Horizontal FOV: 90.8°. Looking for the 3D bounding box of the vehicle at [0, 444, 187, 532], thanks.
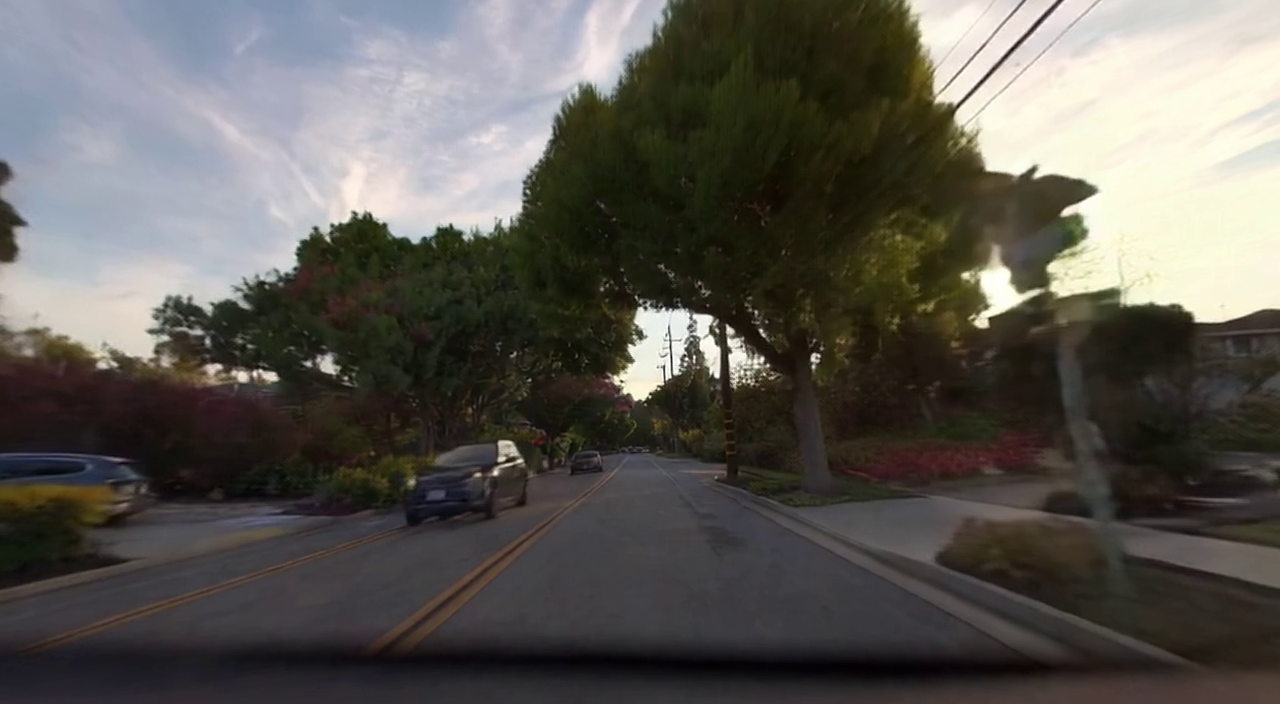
[{"bbox_3d":[-13.452,3.041,14.471,4.461,1.844,2.015,1,-9,-5],"label":"vehicle"}]
